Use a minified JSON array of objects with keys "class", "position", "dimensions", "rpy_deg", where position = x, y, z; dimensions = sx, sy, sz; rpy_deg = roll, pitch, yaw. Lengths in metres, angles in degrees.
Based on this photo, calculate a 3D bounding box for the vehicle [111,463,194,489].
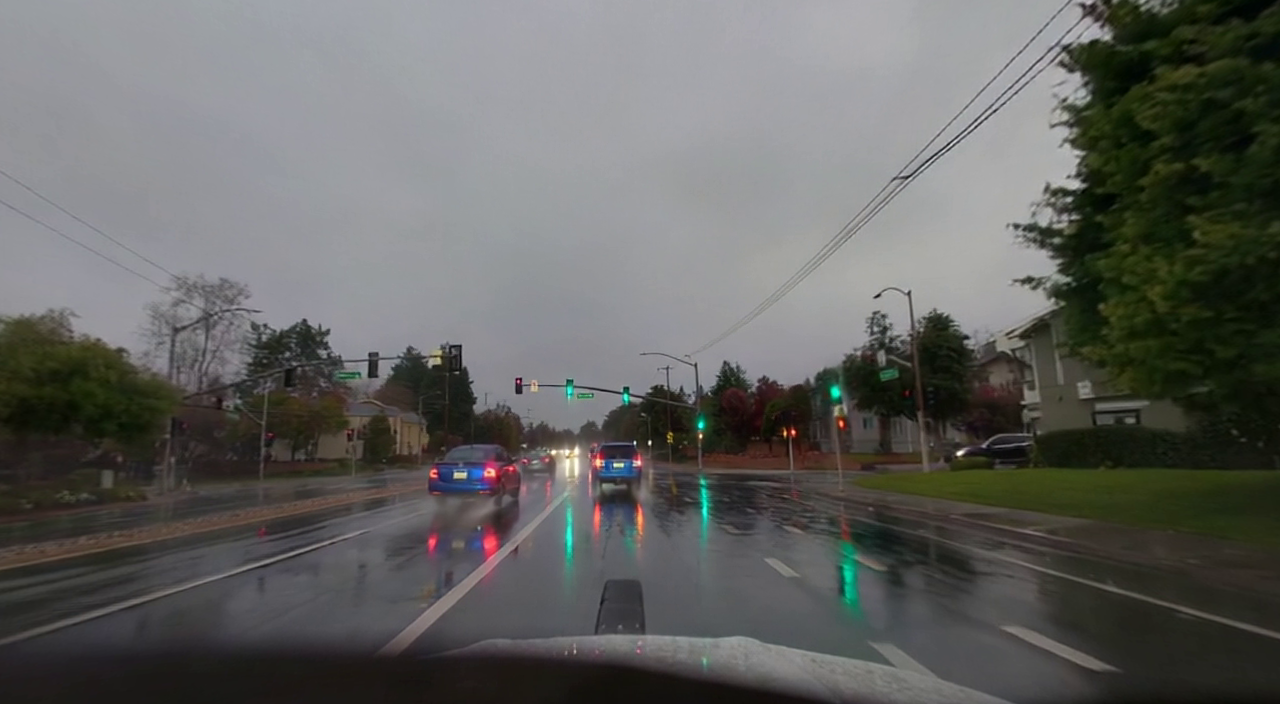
[{"class":"vehicle","position":[-35.413,8.957,45.916],"dimensions":[4.533,1.738,2.151],"rpy_deg":[-2,-9,10]}]

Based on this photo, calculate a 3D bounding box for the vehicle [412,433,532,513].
[{"class":"vehicle","position":[-3.933,2.890,15.546],"dimensions":[1.899,1.685,4.121],"rpy_deg":[0,-9,-1]}]

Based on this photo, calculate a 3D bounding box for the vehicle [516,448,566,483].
[{"class":"vehicle","position":[-4.471,5.166,29.080],"dimensions":[1.863,1.449,4.153],"rpy_deg":[1,-9,-3]}]

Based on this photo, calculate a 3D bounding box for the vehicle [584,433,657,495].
[{"class":"vehicle","position":[-0.654,3.670,21.060],"dimensions":[2.155,1.836,4.250],"rpy_deg":[0,-9,-2]}]

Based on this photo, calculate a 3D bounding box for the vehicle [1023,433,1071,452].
[{"class":"vehicle","position":[31.186,6.965,48.526],"dimensions":[1.754,1.414,3.590],"rpy_deg":[-1,-9,10]}]
